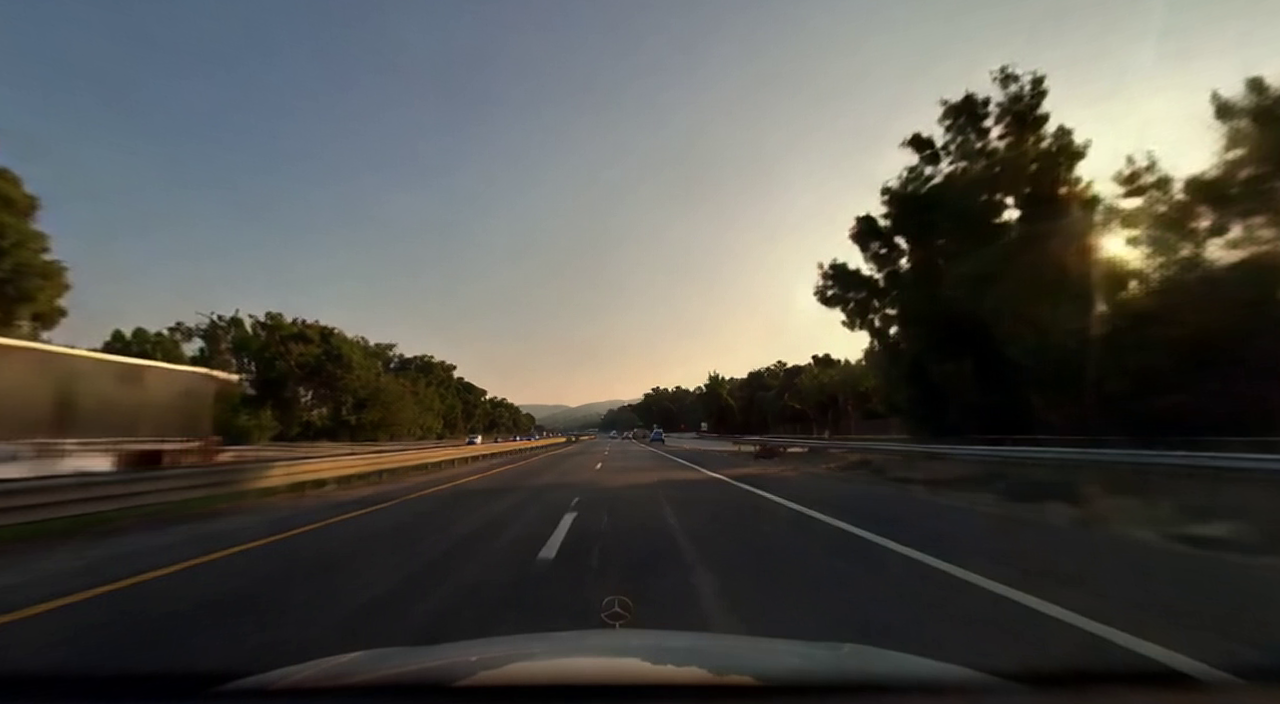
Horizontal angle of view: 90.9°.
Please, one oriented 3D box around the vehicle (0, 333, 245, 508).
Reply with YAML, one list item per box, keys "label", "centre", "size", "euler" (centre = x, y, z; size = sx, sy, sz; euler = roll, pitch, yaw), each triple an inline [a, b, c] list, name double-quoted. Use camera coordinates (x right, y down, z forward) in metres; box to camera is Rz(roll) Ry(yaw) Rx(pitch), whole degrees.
- label: "vehicle"
  centre: [-16.571, 1.938, 17.211]
  size: [2.884, 4.071, 14.033]
  euler: [0, -8, -2]
